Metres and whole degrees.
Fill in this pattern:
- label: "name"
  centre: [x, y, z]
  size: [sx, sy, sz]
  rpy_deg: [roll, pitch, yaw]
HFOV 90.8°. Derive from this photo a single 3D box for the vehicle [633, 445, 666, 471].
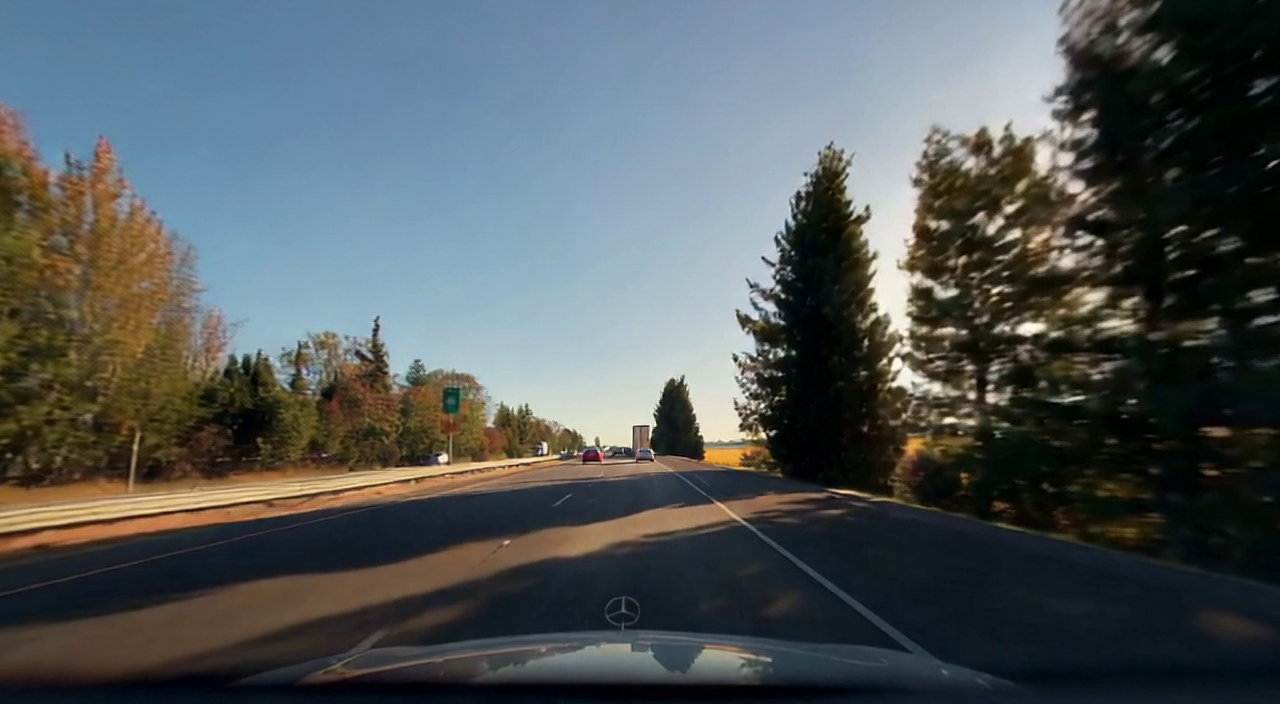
- label: "vehicle"
  centre: [0.570, 6.903, 41.307]
  size: [1.992, 1.593, 3.937]
  rpy_deg: [0, -9, -1]
